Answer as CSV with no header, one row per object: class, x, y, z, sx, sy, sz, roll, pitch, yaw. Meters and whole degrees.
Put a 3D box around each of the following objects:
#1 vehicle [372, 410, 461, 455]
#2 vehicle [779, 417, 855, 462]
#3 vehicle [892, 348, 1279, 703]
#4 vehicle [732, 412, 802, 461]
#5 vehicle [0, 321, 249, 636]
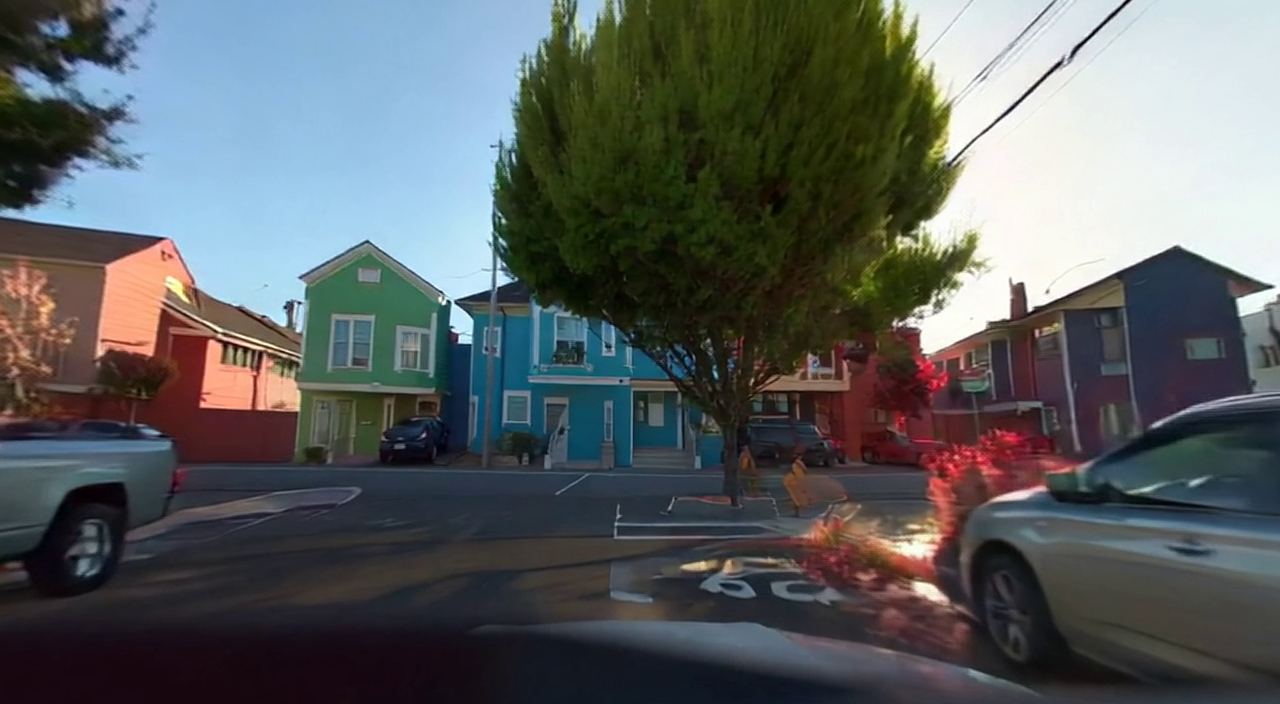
vehicle,-9.517,3.533,27.275,2.091,1.760,4.760,0,-9,0
vehicle,7.582,3.804,27.356,2.053,1.756,4.034,-1,-8,0
vehicle,3.381,1.001,2.958,2.109,1.811,4.886,1,-9,-3
vehicle,5.402,3.613,27.297,2.081,1.891,4.367,-1,-7,0
vehicle,-5.499,0.770,3.730,2.480,2.084,6.353,1,-9,-3
